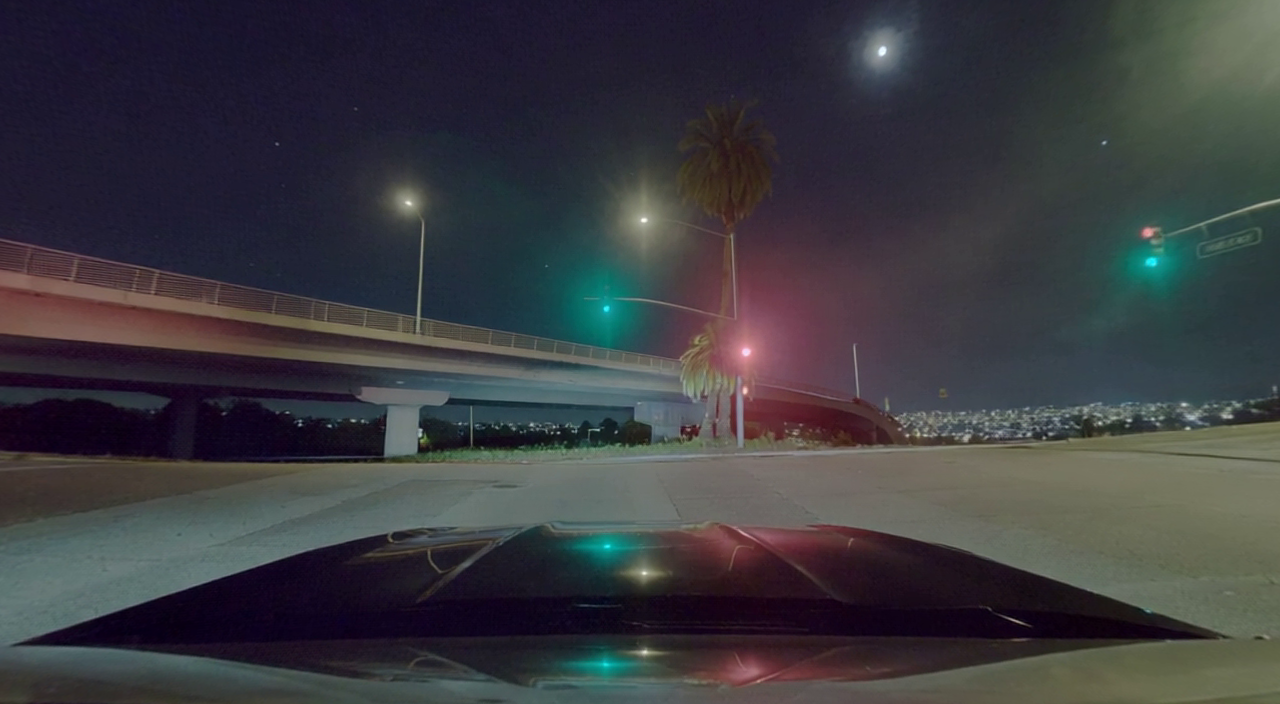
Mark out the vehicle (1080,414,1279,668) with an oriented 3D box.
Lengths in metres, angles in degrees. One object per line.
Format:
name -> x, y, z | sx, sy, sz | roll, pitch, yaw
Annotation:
vehicle -> 4.713, 1.080, 3.510 | 1.959, 1.485, 4.628 | -2, -9, 11
